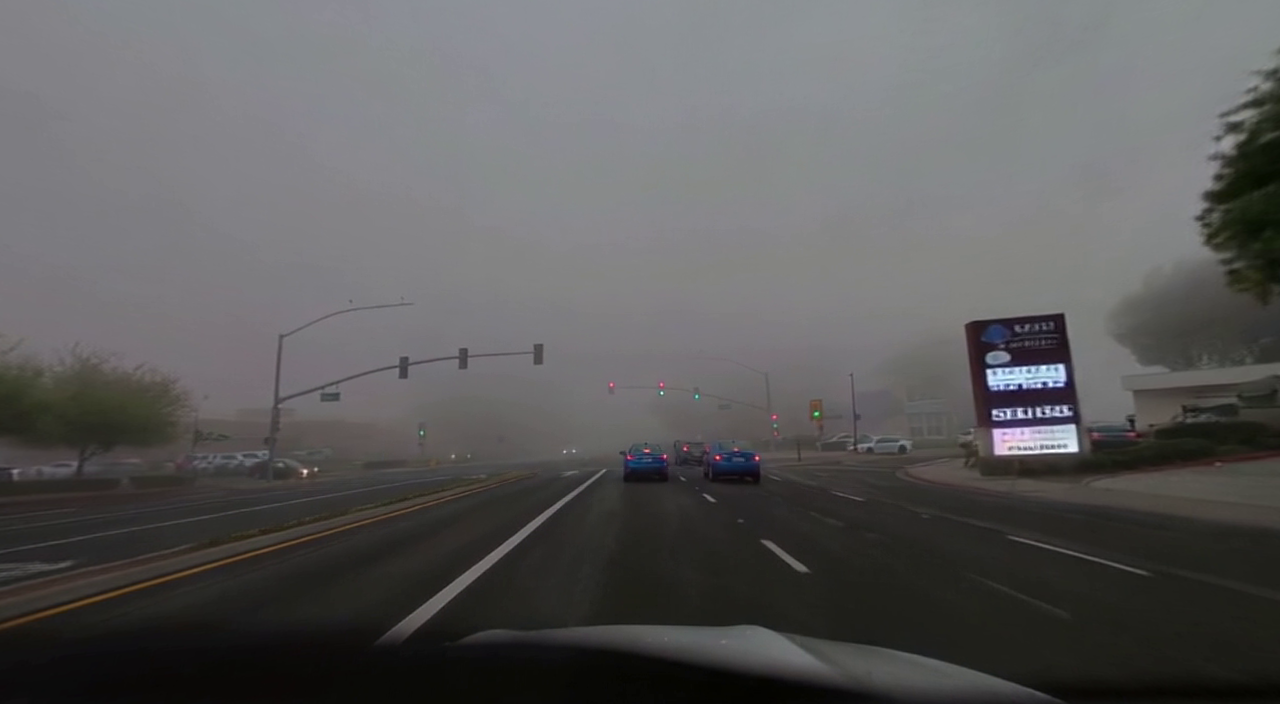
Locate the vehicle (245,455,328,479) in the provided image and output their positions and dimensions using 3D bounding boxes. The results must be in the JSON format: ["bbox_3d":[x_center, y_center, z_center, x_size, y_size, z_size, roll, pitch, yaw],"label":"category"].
[{"bbox_3d":[-26.223,8.533,47.011,4.780,1.669,2.232,0,-9,-2],"label":"vehicle"}]

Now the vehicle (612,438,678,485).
[{"bbox_3d":[0.124,3.835,22.334,2.135,1.468,4.076,0,-9,-1],"label":"vehicle"}]

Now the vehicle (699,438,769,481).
[{"bbox_3d":[3.538,4.146,24.577,1.889,1.473,4.643,0,-9,-1],"label":"vehicle"}]

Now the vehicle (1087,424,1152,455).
[{"bbox_3d":[25.926,4.814,34.346,2.222,1.538,4.817,-5,-10,31],"label":"vehicle"}]

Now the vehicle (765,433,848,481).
[{"bbox_3d":[6.447,4.123,24.971,2.009,1.700,4.275,0,-9,-1],"label":"vehicle"}]
